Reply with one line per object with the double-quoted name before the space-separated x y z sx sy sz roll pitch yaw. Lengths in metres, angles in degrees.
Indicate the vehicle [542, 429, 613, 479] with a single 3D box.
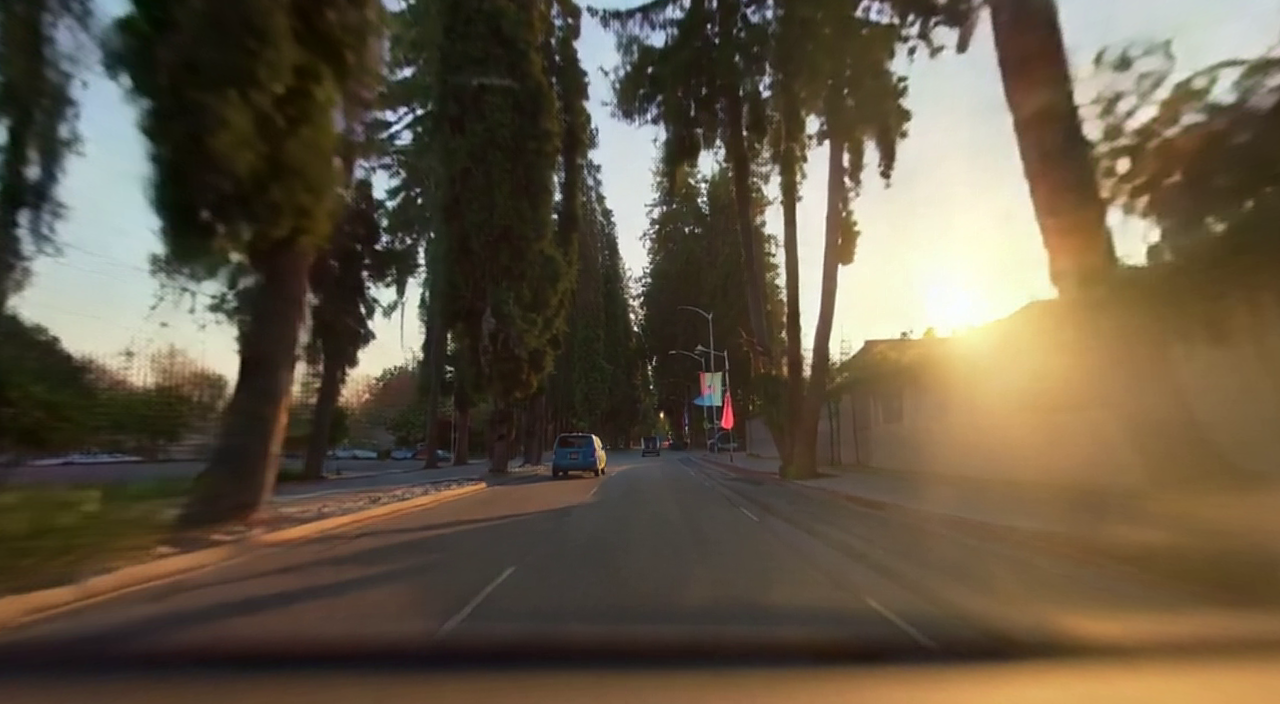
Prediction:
"vehicle" -2.406 4.118 25.675 2.281 1.837 4.845 0 -8 2
